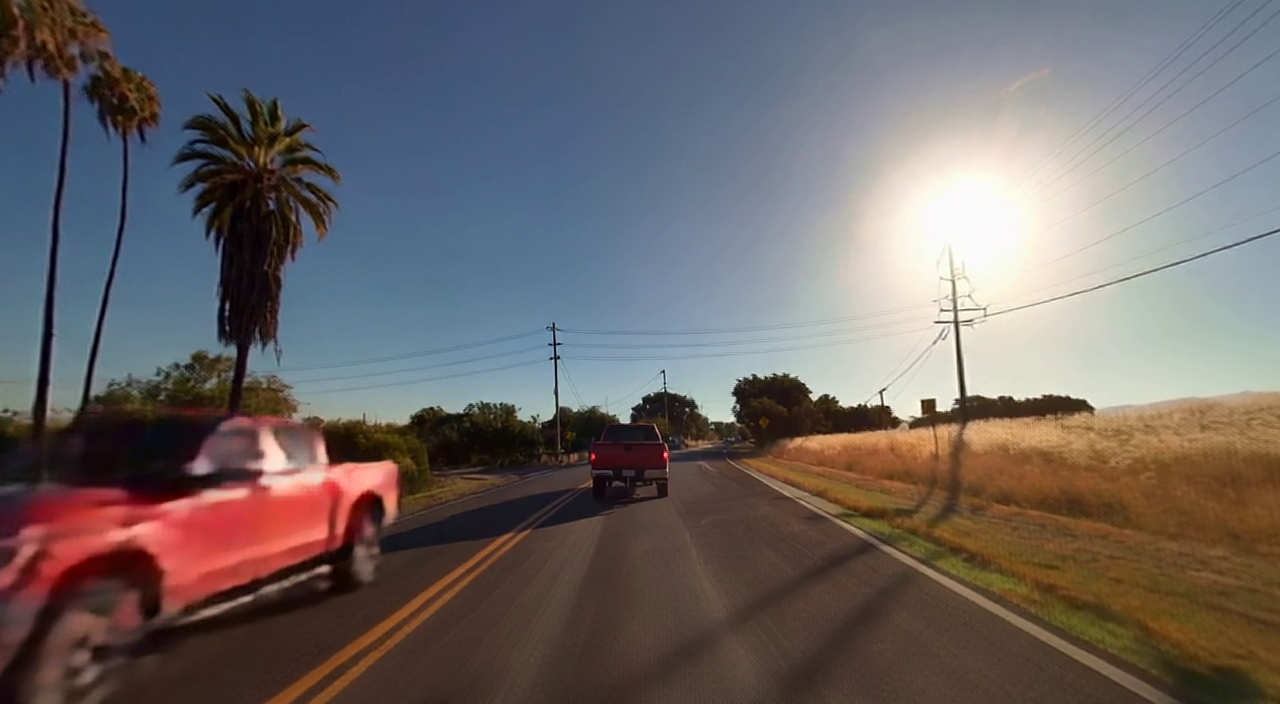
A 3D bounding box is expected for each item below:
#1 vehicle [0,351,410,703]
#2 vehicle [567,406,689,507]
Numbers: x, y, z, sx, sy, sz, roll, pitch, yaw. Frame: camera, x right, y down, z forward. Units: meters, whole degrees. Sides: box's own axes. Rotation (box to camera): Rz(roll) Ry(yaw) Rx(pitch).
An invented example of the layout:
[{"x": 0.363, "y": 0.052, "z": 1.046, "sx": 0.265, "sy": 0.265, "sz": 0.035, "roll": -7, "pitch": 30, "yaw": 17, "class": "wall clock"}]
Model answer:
[{"x": -4.159, "y": 1.332, "z": 5.709, "sx": 2.276, "sy": 1.965, "sz": 5.009, "roll": 0, "pitch": -8, "yaw": 0, "class": "vehicle"}, {"x": -0.306, "y": 2.745, "z": 17.015, "sx": 2.693, "sy": 2.223, "sz": 5.885, "roll": 0, "pitch": -8, "yaw": -1, "class": "vehicle"}]
